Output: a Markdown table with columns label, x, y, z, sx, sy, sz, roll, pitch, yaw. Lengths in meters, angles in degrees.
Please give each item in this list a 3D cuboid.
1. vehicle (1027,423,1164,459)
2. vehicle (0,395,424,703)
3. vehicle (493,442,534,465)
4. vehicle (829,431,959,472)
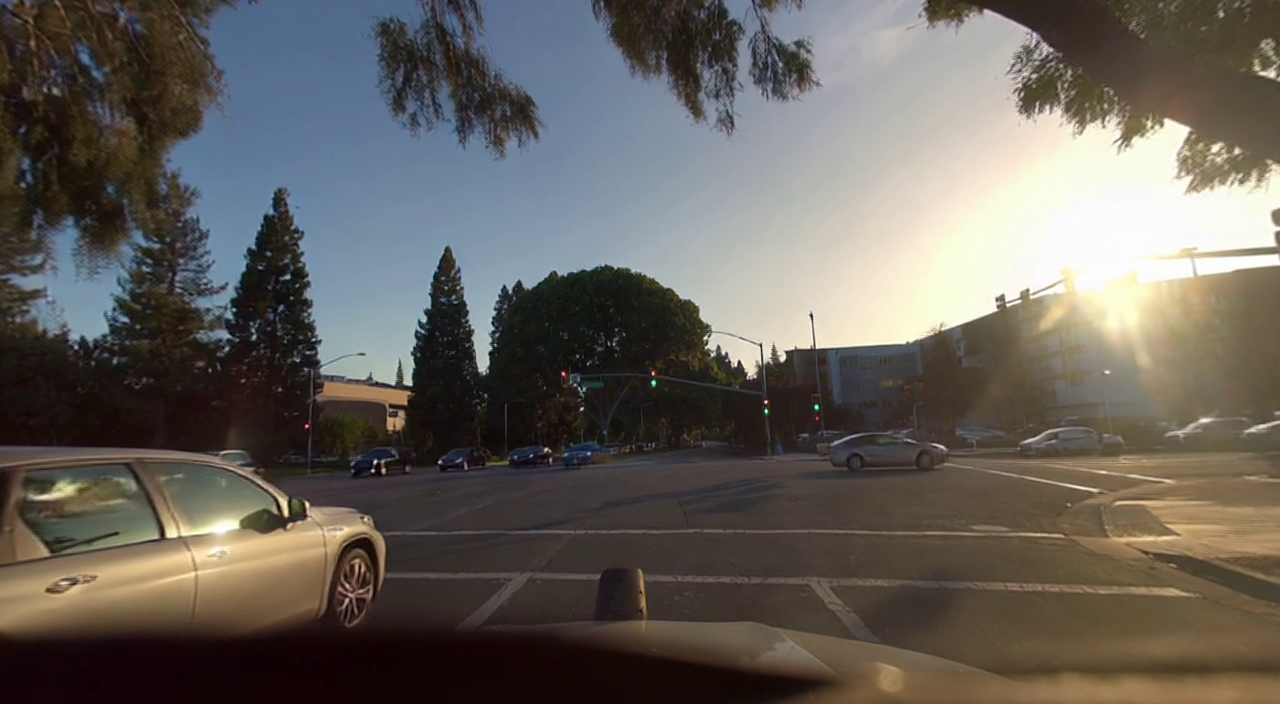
| label | x | y | z | sx | sy | sz | roll | pitch | yaw |
| --- | --- | --- | --- | --- | --- | --- | --- | --- | --- |
| vehicle | 19.940 | 3.918 | 27.727 | 4.552 | 1.492 | 2.002 | 0 | -9 | -4 |
| vehicle | -2.935 | 1.069 | 3.195 | 1.924 | 1.482 | 4.734 | 0 | -8 | 1 |
| vehicle | -9.707 | 7.833 | 48.784 | 1.905 | 1.724 | 4.449 | -1 | -8 | 5 |
| vehicle | 9.546 | 3.774 | 24.053 | 4.364 | 1.450 | 1.841 | -3 | -9 | 17 |
